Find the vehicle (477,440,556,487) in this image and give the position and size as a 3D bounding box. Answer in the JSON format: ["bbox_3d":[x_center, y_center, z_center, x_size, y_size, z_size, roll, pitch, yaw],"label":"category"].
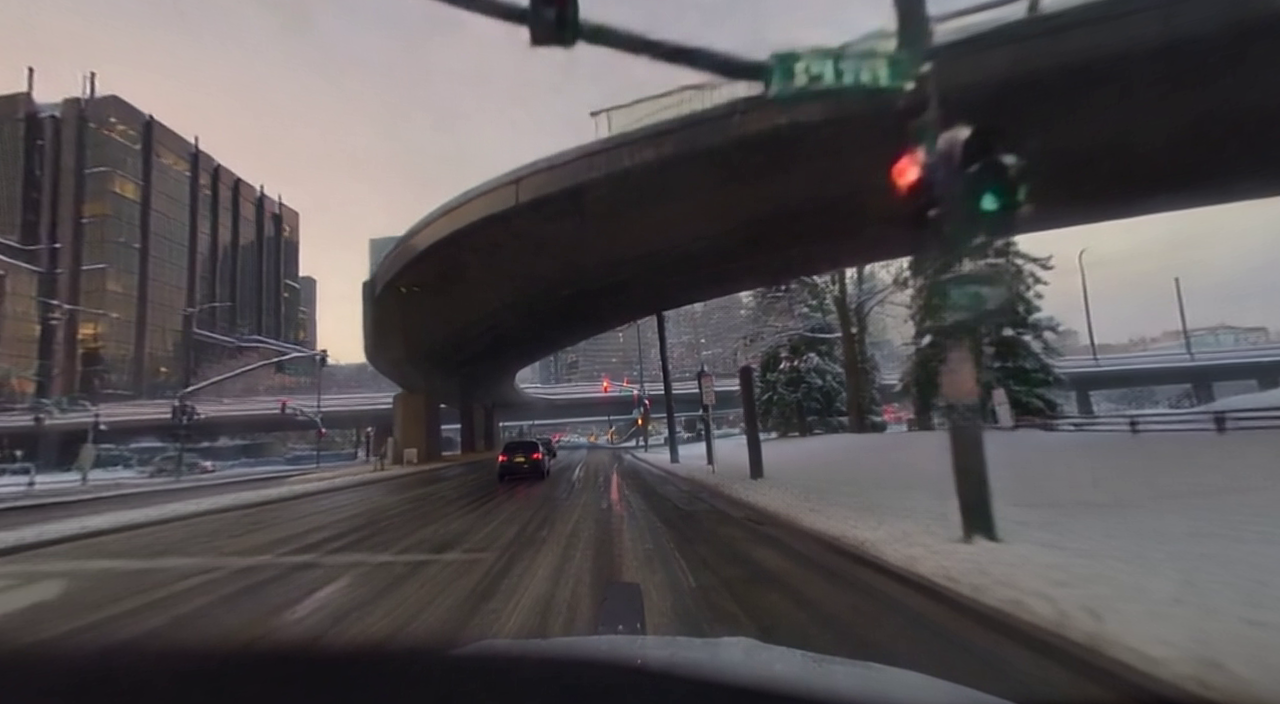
[{"bbox_3d":[-4.375,3.978,23.087,2.154,1.465,4.532,-1,-8,-3],"label":"vehicle"}]
